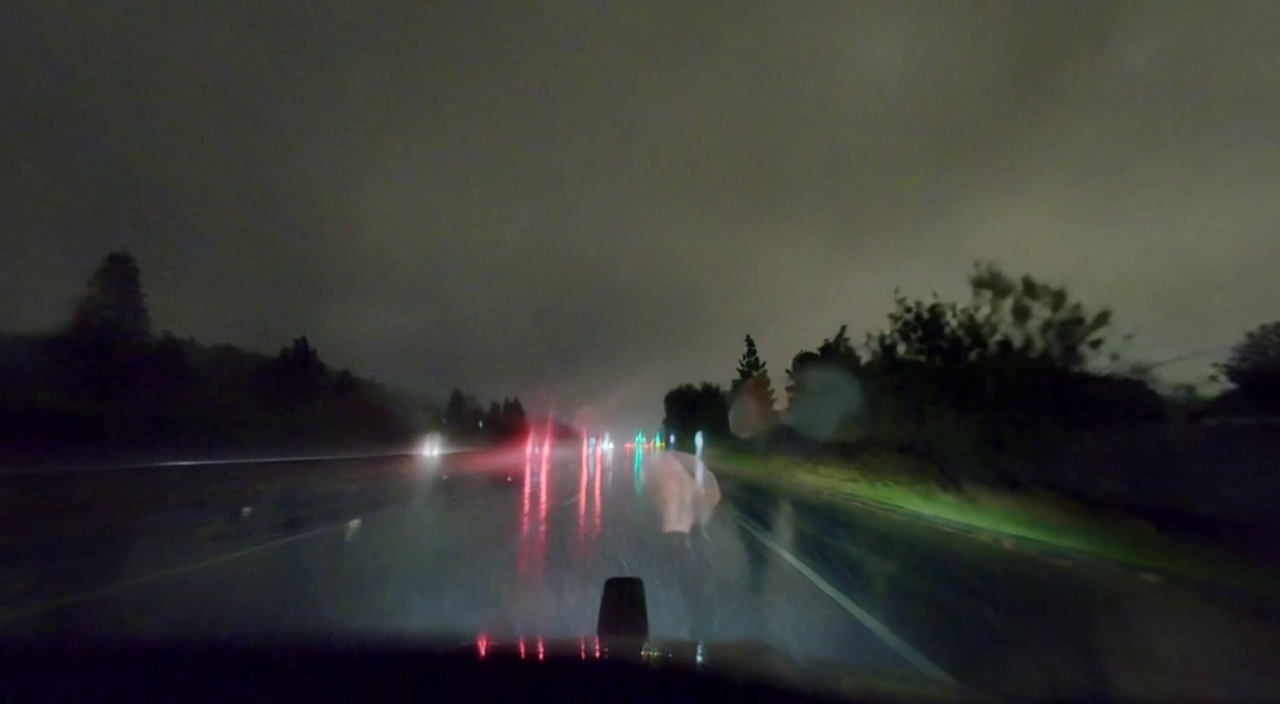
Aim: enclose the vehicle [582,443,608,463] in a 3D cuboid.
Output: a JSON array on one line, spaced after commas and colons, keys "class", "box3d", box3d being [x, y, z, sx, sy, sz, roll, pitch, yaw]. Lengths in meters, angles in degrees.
[{"class": "vehicle", "box3d": [-3.491, 7.920, 49.550, 1.786, 1.488, 4.023, 0, -8, 0]}]
